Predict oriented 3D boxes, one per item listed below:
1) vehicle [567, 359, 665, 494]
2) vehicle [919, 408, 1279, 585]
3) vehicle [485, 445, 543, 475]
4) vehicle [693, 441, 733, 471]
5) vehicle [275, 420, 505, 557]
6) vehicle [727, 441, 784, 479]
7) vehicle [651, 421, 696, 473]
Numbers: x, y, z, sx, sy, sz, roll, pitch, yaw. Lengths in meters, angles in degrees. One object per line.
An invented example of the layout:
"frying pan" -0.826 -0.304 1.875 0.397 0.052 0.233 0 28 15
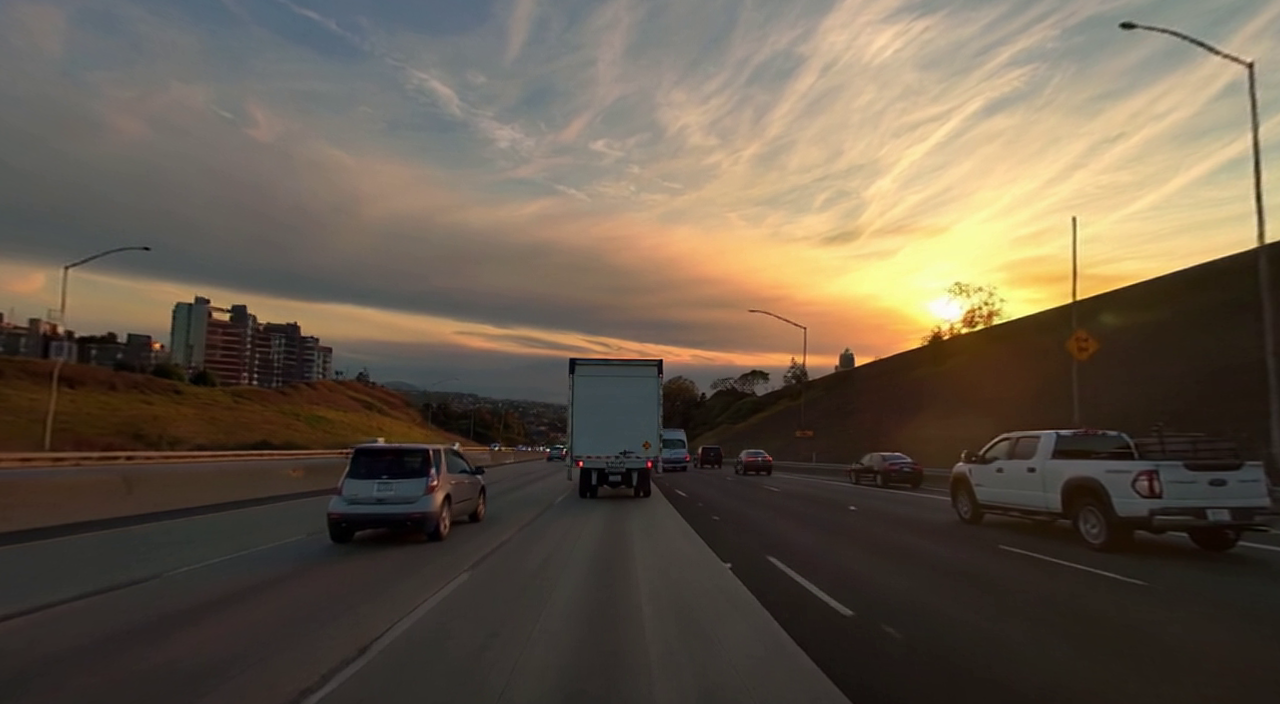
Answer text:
"vehicle" -0.756 3.018 24.304 2.906 4.040 10.743 0 -9 0
"vehicle" 6.234 1.813 8.860 2.188 1.731 5.031 0 -9 -2
"vehicle" -6.700 5.786 34.154 1.973 1.471 4.779 -1 -9 3
"vehicle" 5.583 8.030 49.015 2.297 2.116 5.052 0 -9 -3
"vehicle" -3.488 1.980 9.822 1.946 1.641 4.105 0 -9 -1
"vehicle" 6.147 5.796 34.209 2.070 1.888 4.546 0 -9 -3
"vehicle" 2.347 7.135 47.610 2.669 3.491 8.645 0 -9 -1
